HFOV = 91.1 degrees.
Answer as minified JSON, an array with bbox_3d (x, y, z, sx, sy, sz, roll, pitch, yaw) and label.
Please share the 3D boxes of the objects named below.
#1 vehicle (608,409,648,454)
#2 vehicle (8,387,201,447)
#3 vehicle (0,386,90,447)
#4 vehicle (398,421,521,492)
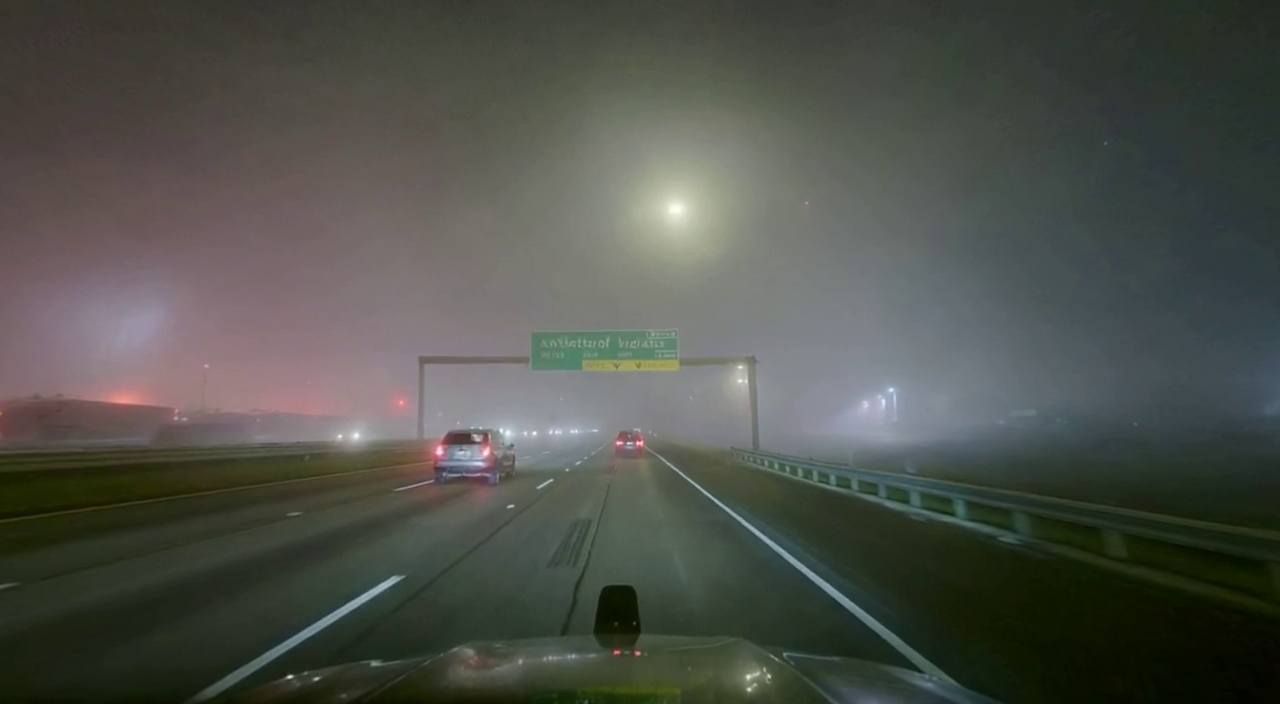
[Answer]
[{"bbox_3d":[-0.843,5.229,41.163,2.418,2.704,6.445,0,-8,-2],"label":"vehicle"},{"bbox_3d":[-41.226,5.381,49.683,2.897,4.069,14.415,0,-8,-1],"label":"vehicle"},{"bbox_3d":[-40.959,4.386,42.290,2.965,3.844,5.242,1,-7,-1],"label":"vehicle"},{"bbox_3d":[-4.349,2.568,15.808,1.932,1.544,3.864,0,-8,0],"label":"vehicle"}]
